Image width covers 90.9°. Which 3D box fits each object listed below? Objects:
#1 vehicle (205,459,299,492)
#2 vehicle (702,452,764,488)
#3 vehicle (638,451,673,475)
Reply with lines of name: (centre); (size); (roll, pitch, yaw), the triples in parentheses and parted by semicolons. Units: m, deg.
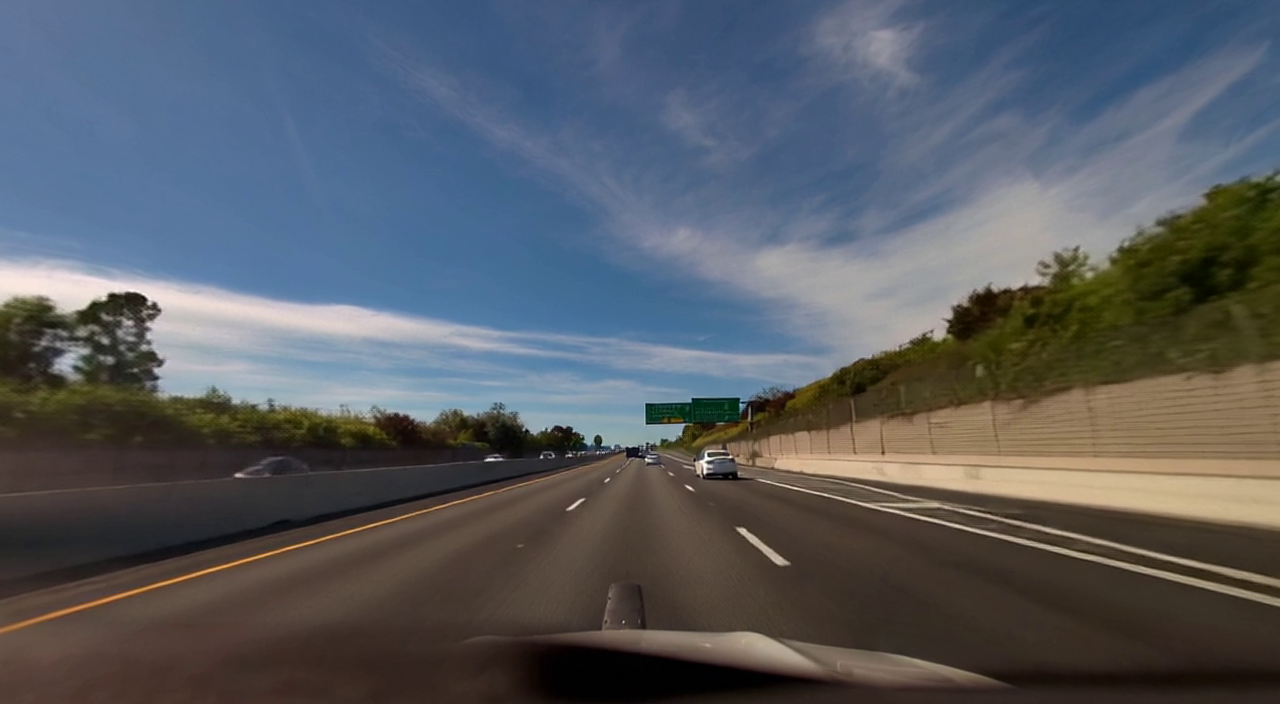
vehicle: (-19.989, 6.357, 32.758); (1.887, 1.522, 4.541); (-1, -9, 2)
vehicle: (3.625, 4.666, 25.167); (1.883, 1.320, 3.386); (0, -9, -1)
vehicle: (0.951, 6.887, 39.201); (2.065, 1.400, 4.028); (0, -9, 1)
